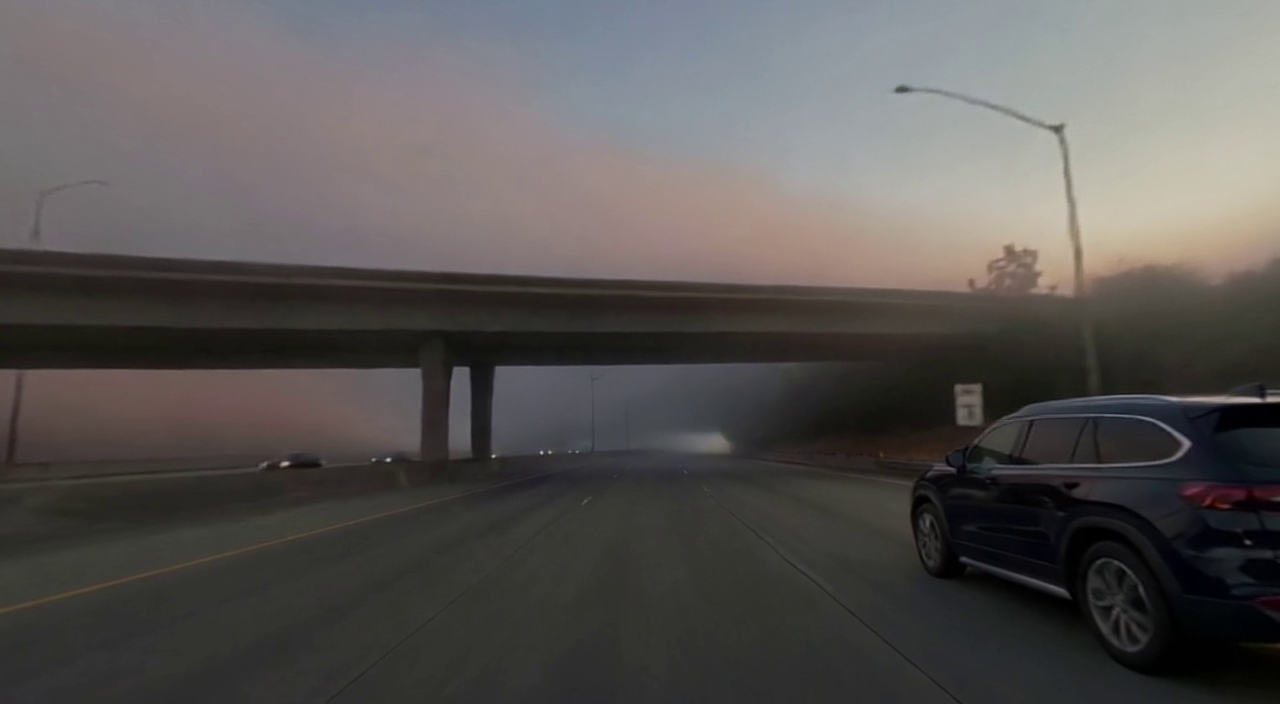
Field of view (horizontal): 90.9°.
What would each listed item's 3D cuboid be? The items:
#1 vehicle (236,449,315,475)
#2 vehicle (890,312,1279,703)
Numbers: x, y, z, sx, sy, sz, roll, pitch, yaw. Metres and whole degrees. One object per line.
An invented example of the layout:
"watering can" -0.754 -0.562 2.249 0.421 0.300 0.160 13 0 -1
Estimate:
"vehicle" -26.471 7.998 46.018 2.082 1.711 5.080 -2 -9 10
"vehicle" 3.527 0.955 4.022 2.019 1.732 4.579 0 -9 1
